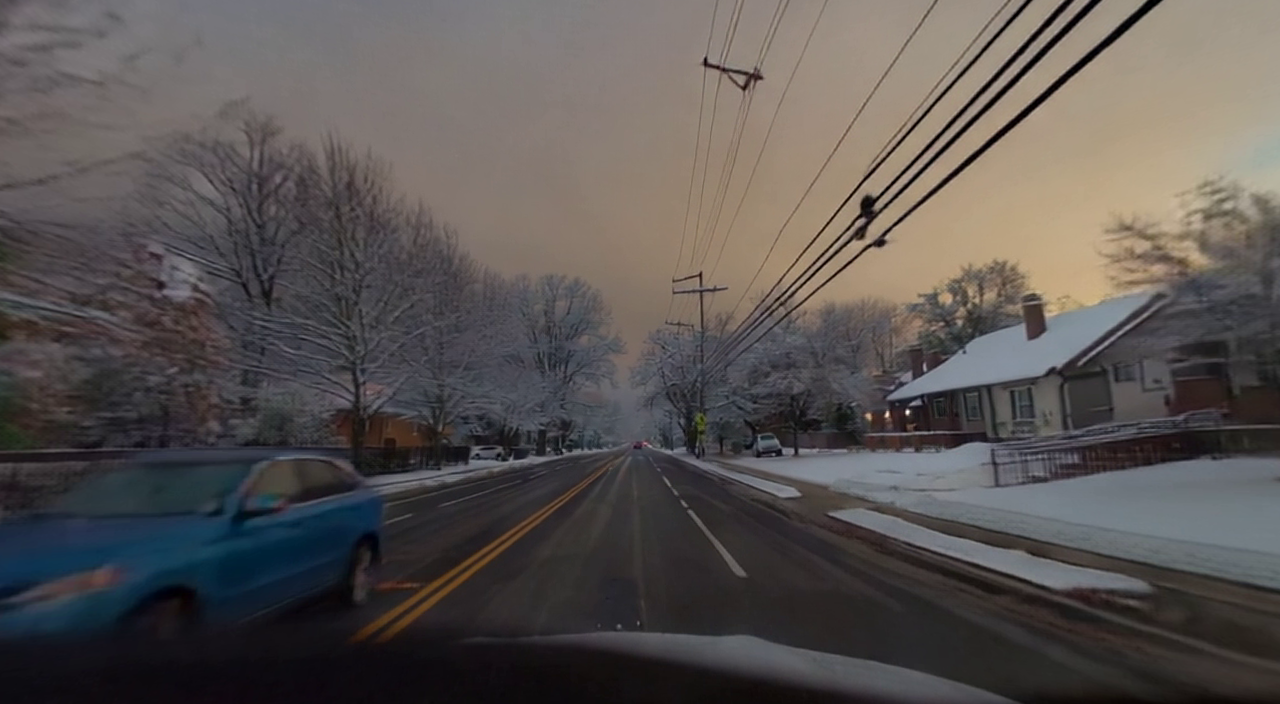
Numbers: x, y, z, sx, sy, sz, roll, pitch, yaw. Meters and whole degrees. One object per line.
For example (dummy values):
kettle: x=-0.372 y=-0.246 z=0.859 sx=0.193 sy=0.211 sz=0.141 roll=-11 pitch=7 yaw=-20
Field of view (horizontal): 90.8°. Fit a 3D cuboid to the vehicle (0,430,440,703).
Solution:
vehicle: x=-3.454 y=1.455 z=5.411 sx=2.102 sy=1.463 sz=4.024 roll=0 pitch=-8 yaw=1
